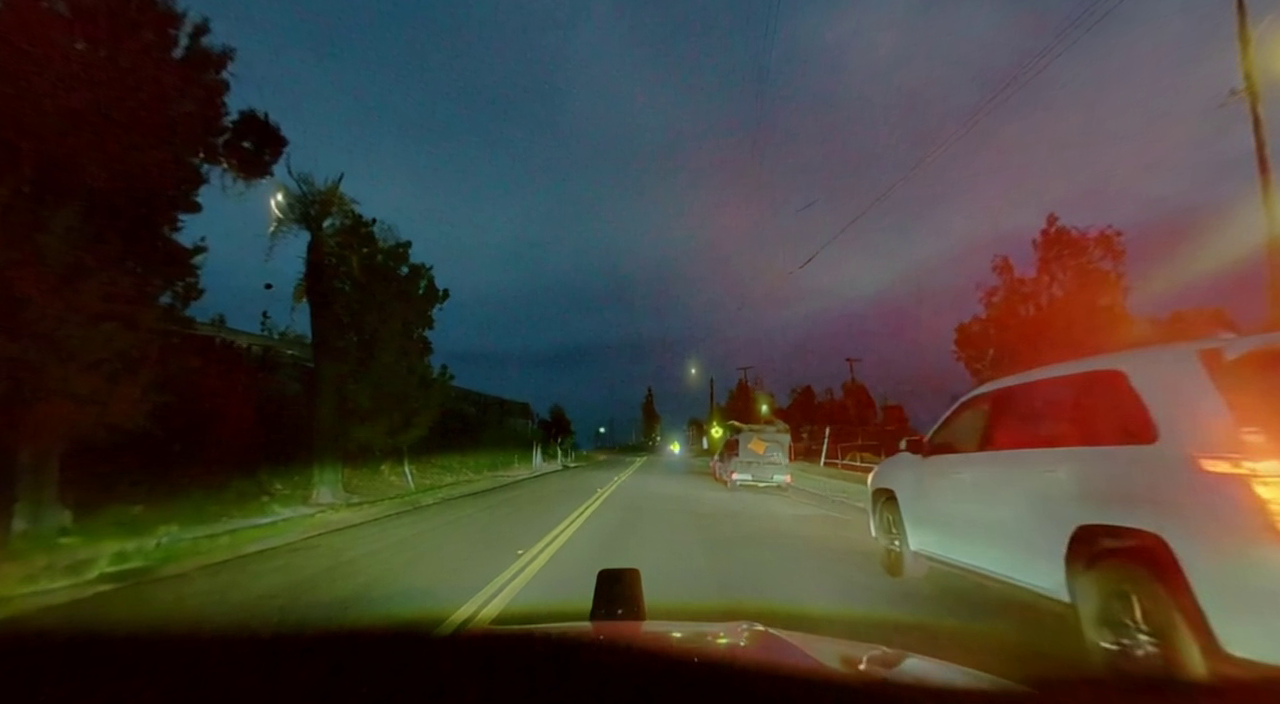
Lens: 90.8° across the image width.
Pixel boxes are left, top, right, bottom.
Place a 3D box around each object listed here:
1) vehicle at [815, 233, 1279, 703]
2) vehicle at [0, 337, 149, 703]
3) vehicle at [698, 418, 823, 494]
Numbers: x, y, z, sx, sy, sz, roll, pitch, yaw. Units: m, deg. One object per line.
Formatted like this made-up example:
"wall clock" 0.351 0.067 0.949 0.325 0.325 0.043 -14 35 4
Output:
"vehicle" 3.605 1.058 5.135 2.759 2.114 6.152 -1 -9 2
"vehicle" -3.540 0.586 0.905 2.078 1.716 4.367 0 -8 1
"vehicle" 3.553 3.304 20.360 2.617 2.020 6.531 0 -9 -1
